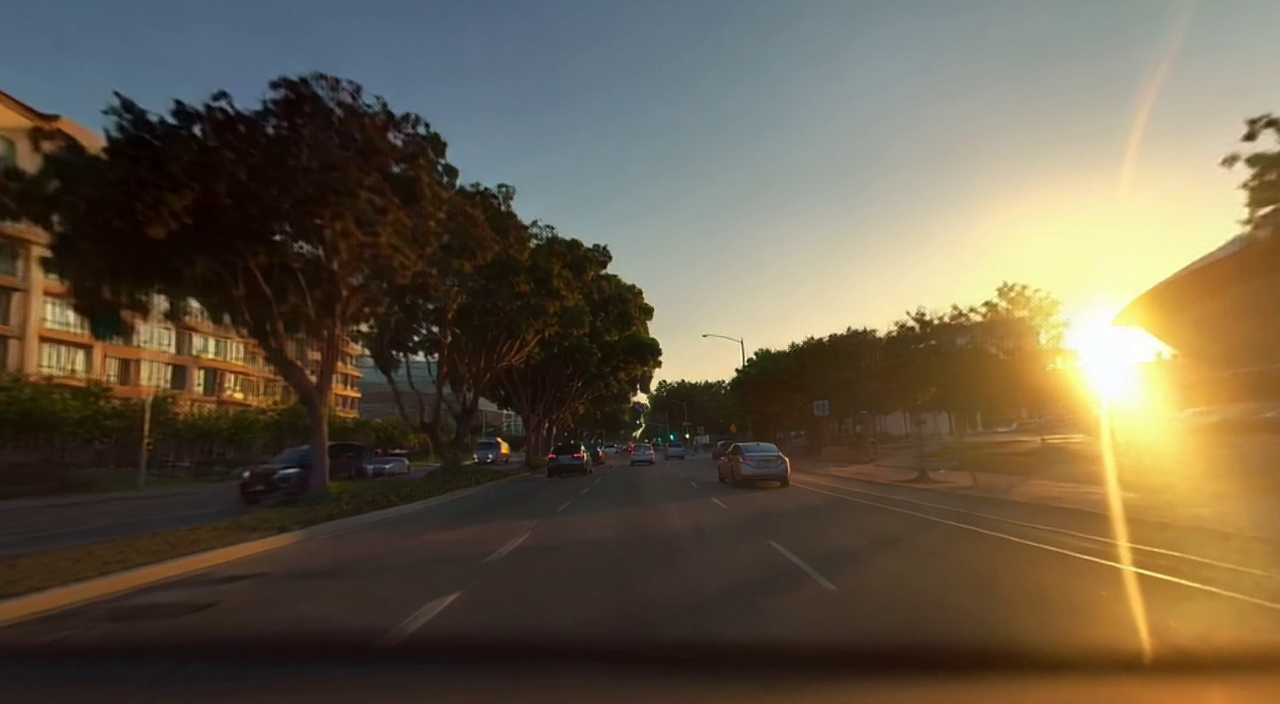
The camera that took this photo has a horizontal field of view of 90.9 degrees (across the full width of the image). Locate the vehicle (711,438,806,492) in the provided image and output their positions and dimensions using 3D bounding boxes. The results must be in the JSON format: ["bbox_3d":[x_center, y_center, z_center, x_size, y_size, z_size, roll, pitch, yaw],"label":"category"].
[{"bbox_3d":[3.552,3.474,19.781,1.990,1.486,4.431,0,-8,-1],"label":"vehicle"}]

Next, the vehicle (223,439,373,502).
[{"bbox_3d":[-12.394,4.296,23.494,2.296,1.941,5.816,-2,-8,0],"label":"vehicle"}]

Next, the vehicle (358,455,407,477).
[{"bbox_3d":[-18.967,8.402,46.572,1.924,1.493,4.006,0,-8,0],"label":"vehicle"}]

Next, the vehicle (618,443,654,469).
[{"bbox_3d":[-0.265,6.415,39.147,2.101,1.480,3.929,0,-8,-1],"label":"vehicle"}]

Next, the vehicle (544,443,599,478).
[{"bbox_3d":[-3.118,5.070,29.722,2.082,1.467,4.379,-1,-8,0],"label":"vehicle"}]
